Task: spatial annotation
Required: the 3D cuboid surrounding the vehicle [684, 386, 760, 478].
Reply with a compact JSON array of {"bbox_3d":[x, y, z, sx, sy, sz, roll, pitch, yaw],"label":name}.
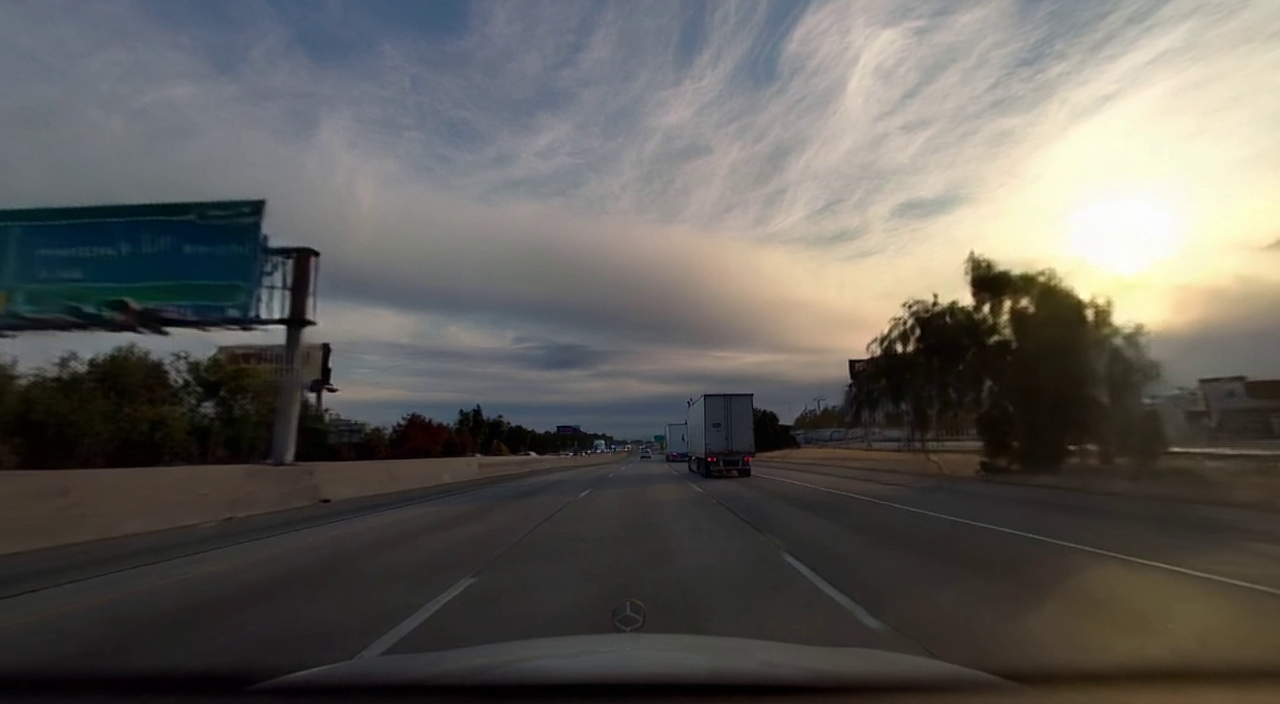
[{"bbox_3d":[4.366,4.826,36.855,2.826,4.269,14.176,0,-9,1],"label":"vehicle"}]
